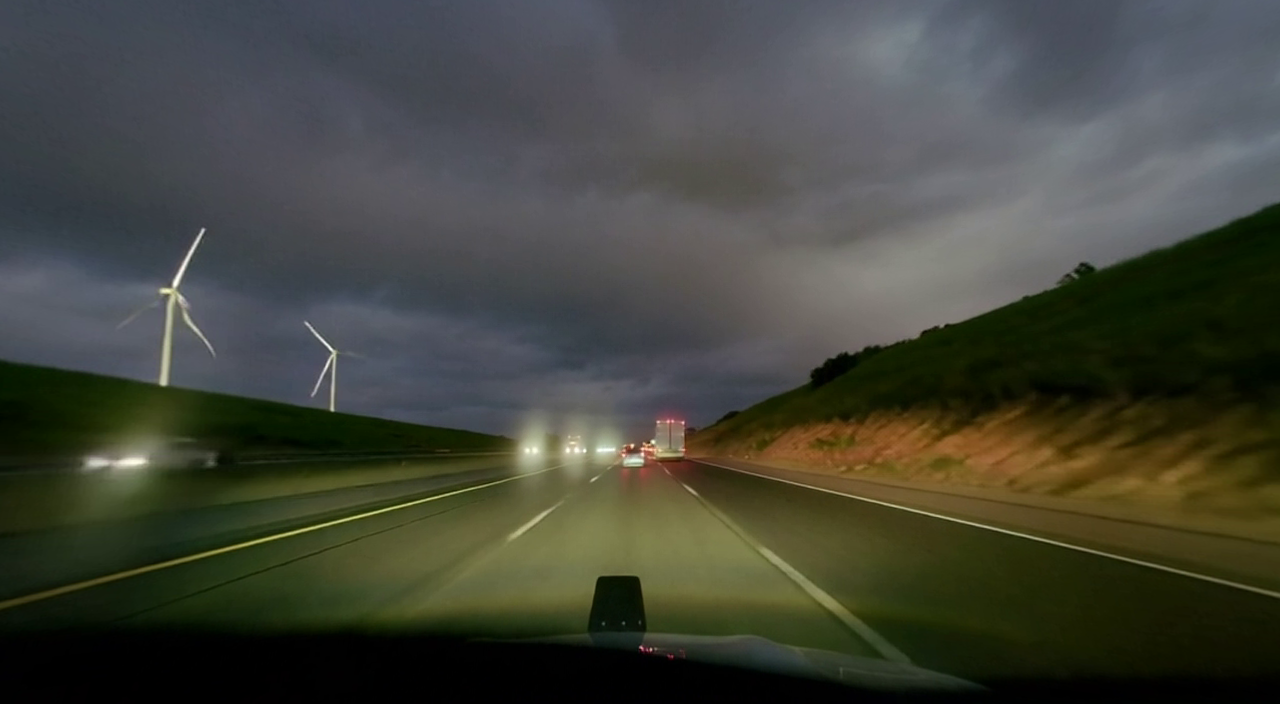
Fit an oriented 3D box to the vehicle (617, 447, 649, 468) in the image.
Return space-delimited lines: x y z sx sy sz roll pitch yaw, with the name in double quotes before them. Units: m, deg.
"vehicle" -0.498 7.587 45.494 2.209 1.453 3.695 0 -9 -1
